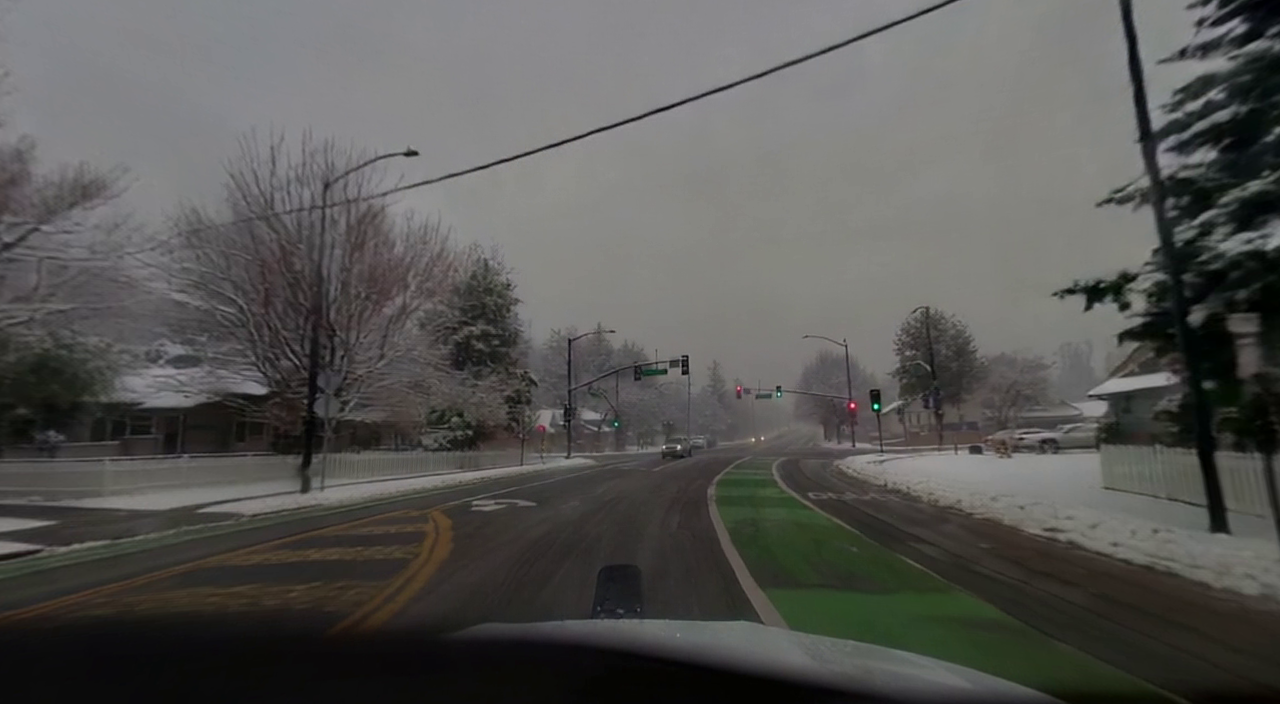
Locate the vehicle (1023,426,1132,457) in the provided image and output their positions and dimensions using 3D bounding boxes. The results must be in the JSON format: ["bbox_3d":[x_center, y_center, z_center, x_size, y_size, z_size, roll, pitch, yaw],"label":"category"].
[{"bbox_3d":[23.616,4.838,34.270,1.972,1.477,5.340,-2,-8,-2],"label":"vehicle"}]

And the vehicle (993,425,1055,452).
[{"bbox_3d":[24.138,5.509,39.765,1.937,1.474,5.114,-5,-10,16],"label":"vehicle"}]

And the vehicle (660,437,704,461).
[{"bbox_3d":[2.843,6.413,41.824,1.904,1.489,4.746,-3,-9,16],"label":"vehicle"}]
